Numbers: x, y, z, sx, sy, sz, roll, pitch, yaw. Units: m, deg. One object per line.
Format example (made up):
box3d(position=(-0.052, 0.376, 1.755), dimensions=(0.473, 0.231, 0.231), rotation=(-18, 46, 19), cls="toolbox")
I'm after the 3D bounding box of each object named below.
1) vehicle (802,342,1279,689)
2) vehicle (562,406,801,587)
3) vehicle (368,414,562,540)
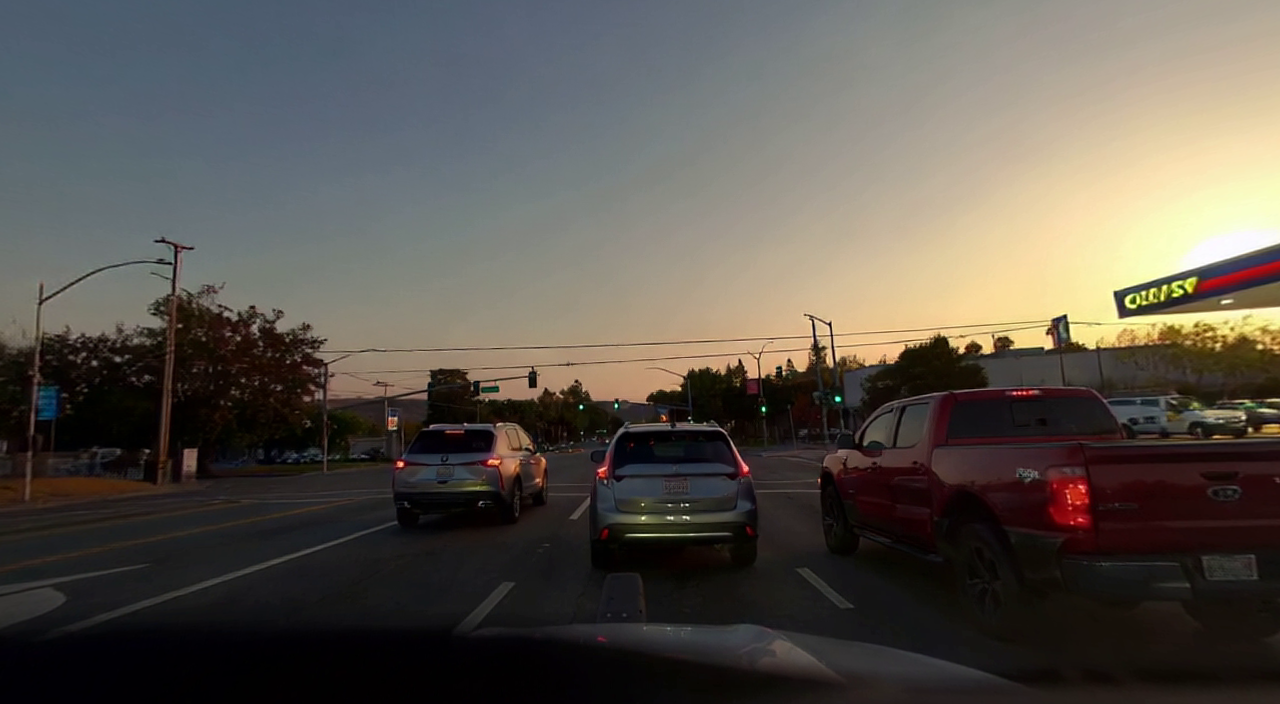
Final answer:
box3d(position=(3.411, 1.262, 6.132), dimensions=(2.161, 1.868, 5.321), rotation=(0, -8, -1), cls="vehicle")
box3d(position=(0.366, 1.628, 7.896), dimensions=(2.181, 1.650, 4.083), rotation=(0, -8, 0), cls="vehicle")
box3d(position=(-2.709, 2.064, 10.974), dimensions=(2.019, 1.731, 4.299), rotation=(0, -8, 2), cls="vehicle")
